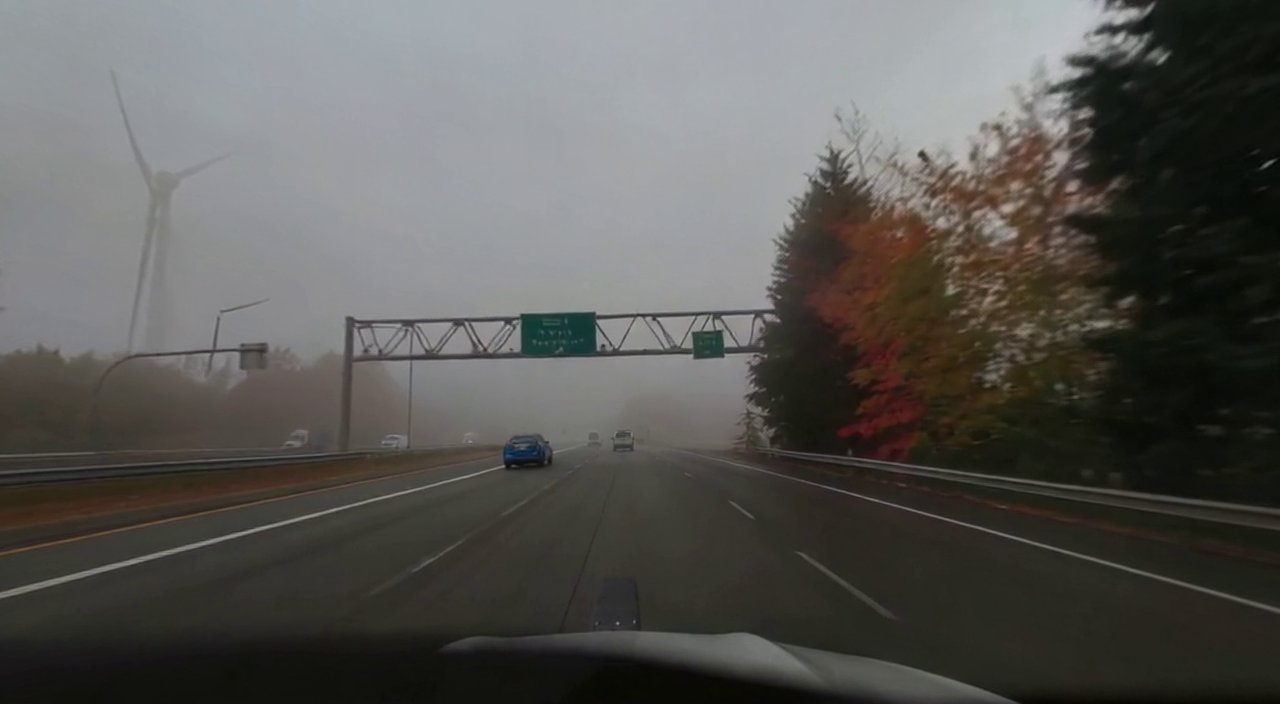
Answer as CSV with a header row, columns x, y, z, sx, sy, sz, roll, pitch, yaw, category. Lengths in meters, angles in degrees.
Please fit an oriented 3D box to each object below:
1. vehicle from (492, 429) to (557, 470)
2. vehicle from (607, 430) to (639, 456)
x,y,z,sx,sy,sz,roll,pitch,yaw,category
-4.944,4.227,27.491,2.062,1.622,4.153,0,-8,-1,vehicle
-1.212,6.554,45.448,2.213,1.774,4.563,0,-8,-1,vehicle
